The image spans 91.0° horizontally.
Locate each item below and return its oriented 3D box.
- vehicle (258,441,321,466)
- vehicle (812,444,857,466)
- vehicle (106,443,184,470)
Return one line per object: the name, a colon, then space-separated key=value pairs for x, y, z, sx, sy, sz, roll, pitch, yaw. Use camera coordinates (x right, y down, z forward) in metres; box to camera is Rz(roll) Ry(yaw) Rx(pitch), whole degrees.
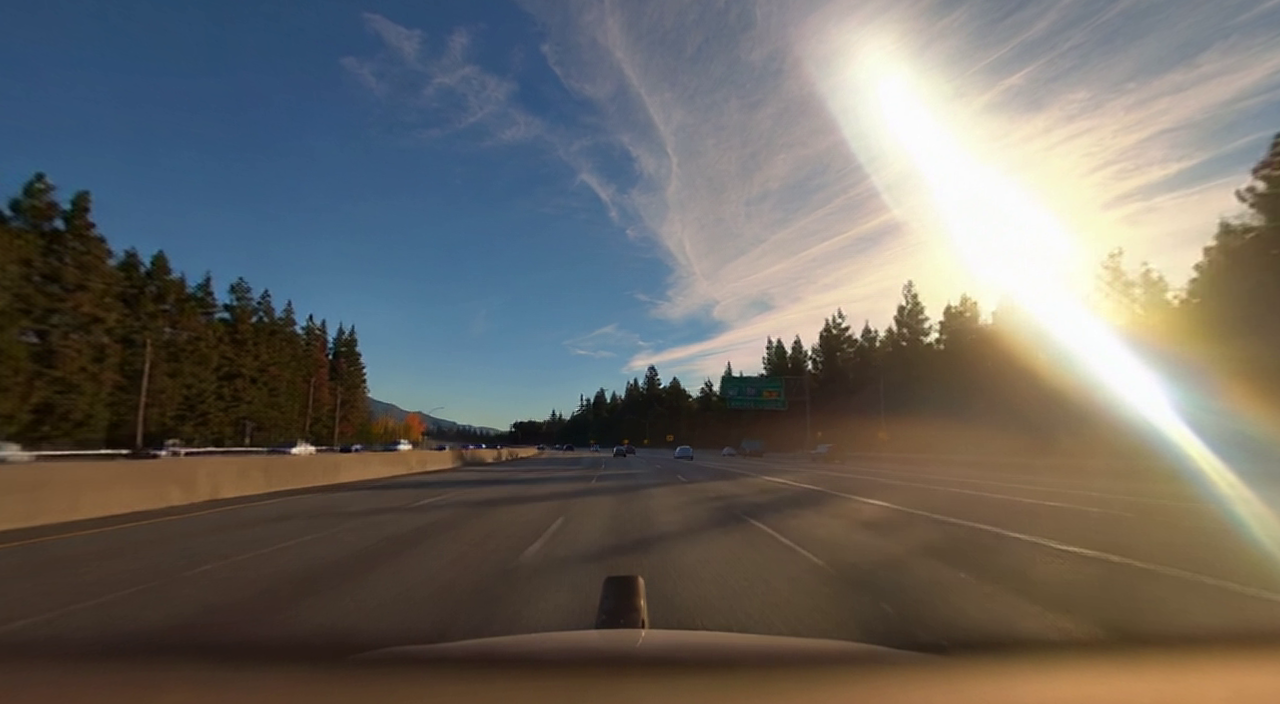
vehicle: x=-25.400 y=7.380 z=45.828 sx=1.947 sy=1.673 sz=4.711 roll=1 pitch=-9 yaw=-2
vehicle: x=14.914 y=7.954 z=48.587 sx=1.955 sy=1.607 sz=4.232 roll=1 pitch=-9 yaw=-2
vehicle: x=-32.946 y=6.970 z=42.077 sx=1.862 sy=1.643 sz=4.426 roll=1 pitch=-9 yaw=-5
